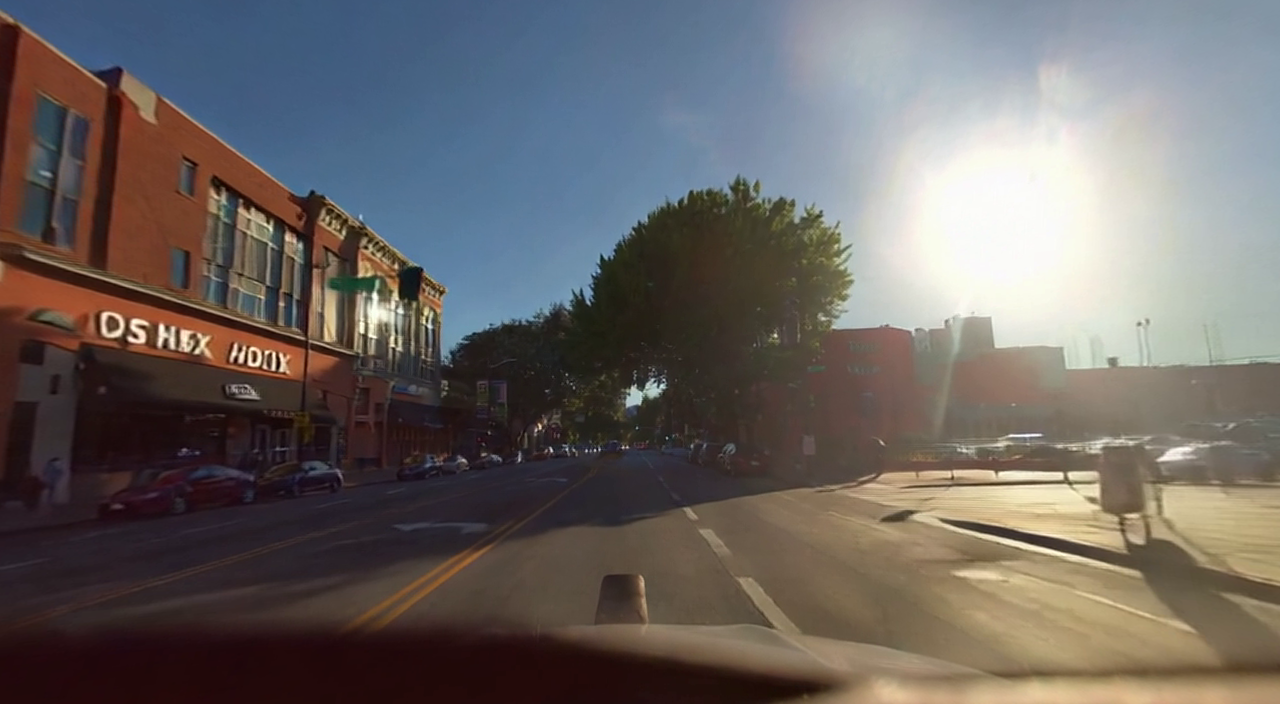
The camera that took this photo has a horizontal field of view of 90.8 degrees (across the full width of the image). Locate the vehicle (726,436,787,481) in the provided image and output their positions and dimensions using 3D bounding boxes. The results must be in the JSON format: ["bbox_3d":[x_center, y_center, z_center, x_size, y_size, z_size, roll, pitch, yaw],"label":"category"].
[{"bbox_3d":[5.538,5.132,30.636,2.010,1.943,4.319,-2,-9,-1],"label":"vehicle"}]

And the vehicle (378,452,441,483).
[{"bbox_3d":[-12.498,6.276,34.494,1.804,1.533,4.121,0,-9,1],"label":"vehicle"}]

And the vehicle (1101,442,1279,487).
[{"bbox_3d":[19.251,3.898,22.061,4.647,1.476,2.034,0,-9,0],"label":"vehicle"}]

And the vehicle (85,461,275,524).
[{"bbox_3d":[-12.663,3.860,17.861,1.945,1.451,4.522,0,-9,0],"label":"vehicle"}]

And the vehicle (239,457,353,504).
[{"bbox_3d":[-12.462,4.655,23.247,1.842,1.461,4.371,0,-9,-2],"label":"vehicle"}]
